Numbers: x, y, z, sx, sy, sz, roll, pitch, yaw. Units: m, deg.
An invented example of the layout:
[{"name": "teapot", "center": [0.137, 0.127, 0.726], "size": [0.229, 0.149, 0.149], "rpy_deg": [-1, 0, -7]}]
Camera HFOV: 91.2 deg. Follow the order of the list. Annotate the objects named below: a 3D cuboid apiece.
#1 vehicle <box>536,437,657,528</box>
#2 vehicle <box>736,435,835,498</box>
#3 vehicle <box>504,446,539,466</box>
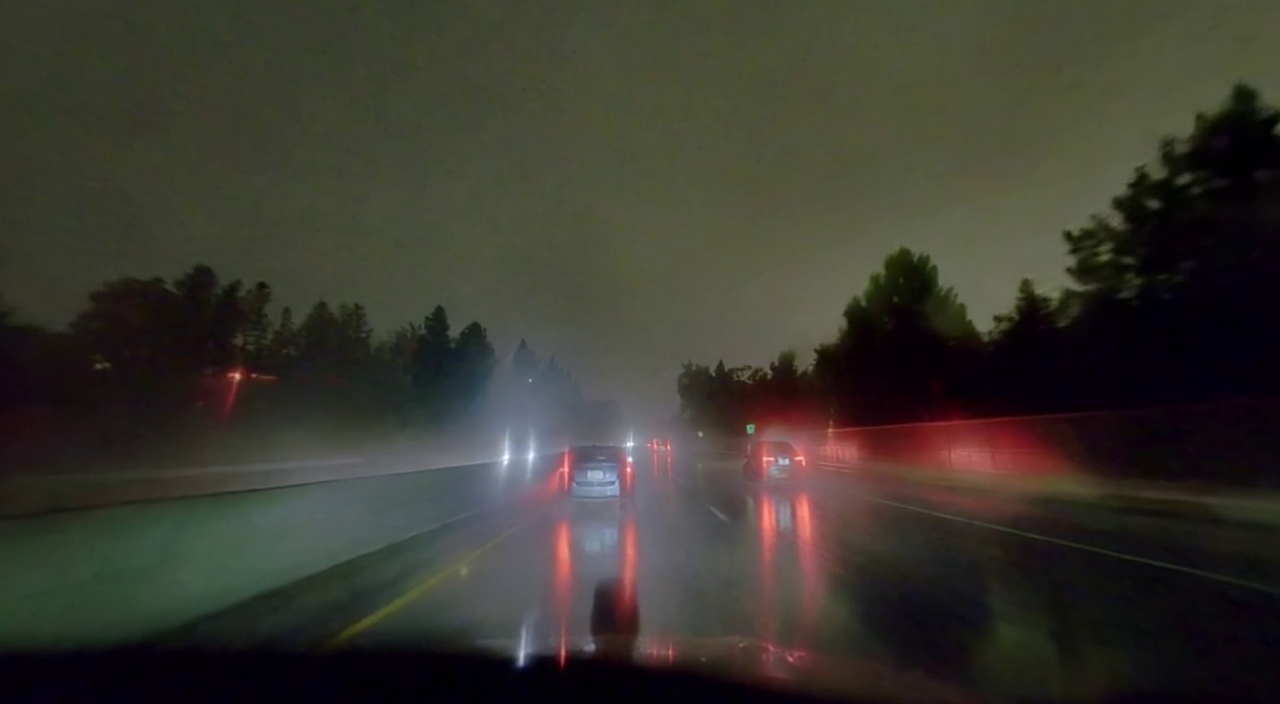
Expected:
[{"name": "vehicle", "center": [-0.708, 2.497, 12.522], "size": [2.013, 1.479, 4.169], "rpy_deg": [0, -9, 0]}, {"name": "vehicle", "center": [3.962, 3.190, 17.737], "size": [1.910, 1.554, 3.718], "rpy_deg": [0, -9, 0]}, {"name": "vehicle", "center": [-9.205, 8.135, 48.954], "size": [1.840, 1.474, 4.203], "rpy_deg": [0, -9, 0]}]
